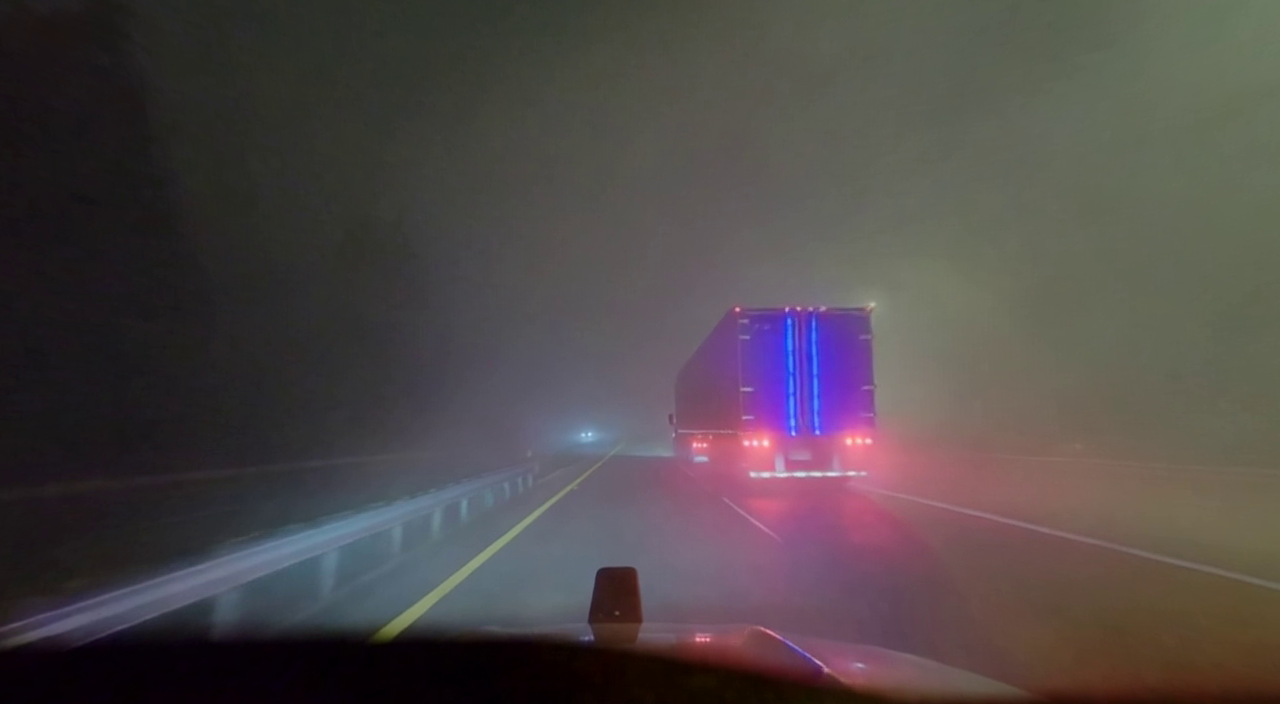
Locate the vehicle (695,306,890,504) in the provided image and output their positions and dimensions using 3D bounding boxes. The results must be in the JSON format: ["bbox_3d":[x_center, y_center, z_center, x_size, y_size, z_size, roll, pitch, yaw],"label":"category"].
[{"bbox_3d":[3.333,1.560,16.570,2.949,3.877,8.528,0,-8,0],"label":"vehicle"}]
